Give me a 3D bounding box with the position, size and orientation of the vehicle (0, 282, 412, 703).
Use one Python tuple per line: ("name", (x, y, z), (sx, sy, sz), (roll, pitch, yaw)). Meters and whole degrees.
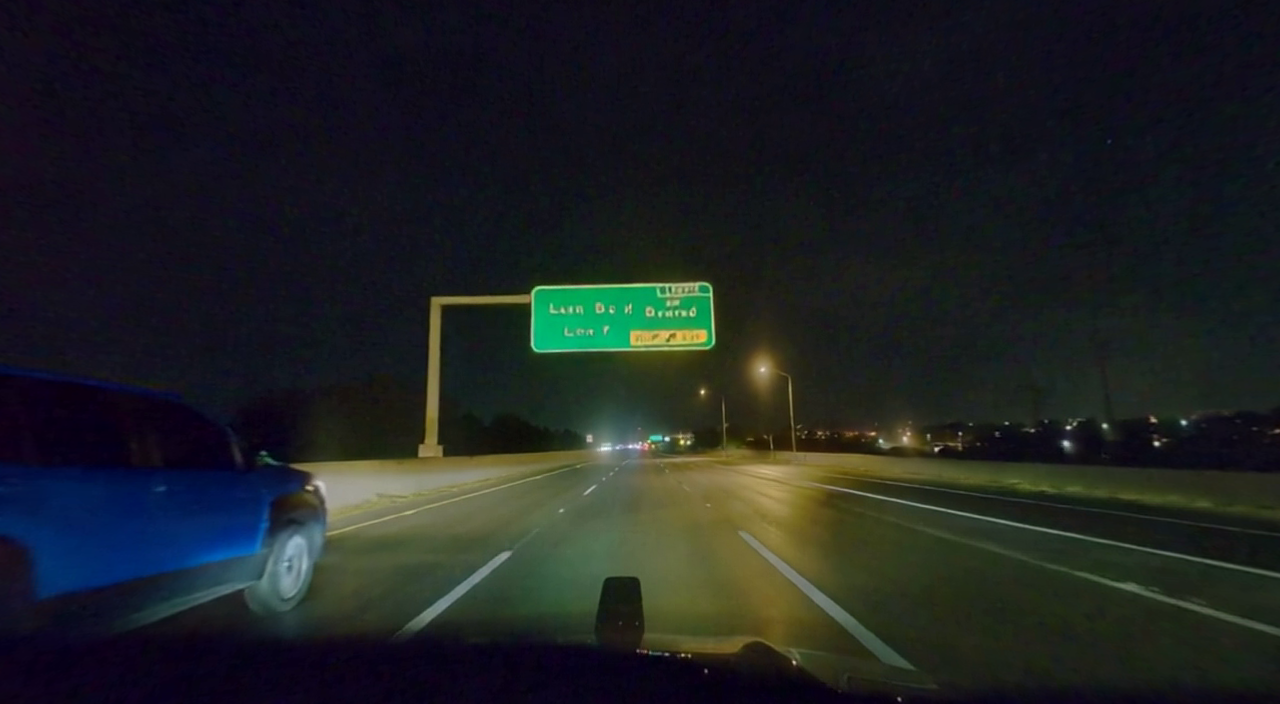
("vehicle", (-3.816, 0.902, 4.024), (2.431, 1.928, 5.760), (0, -9, 1))
